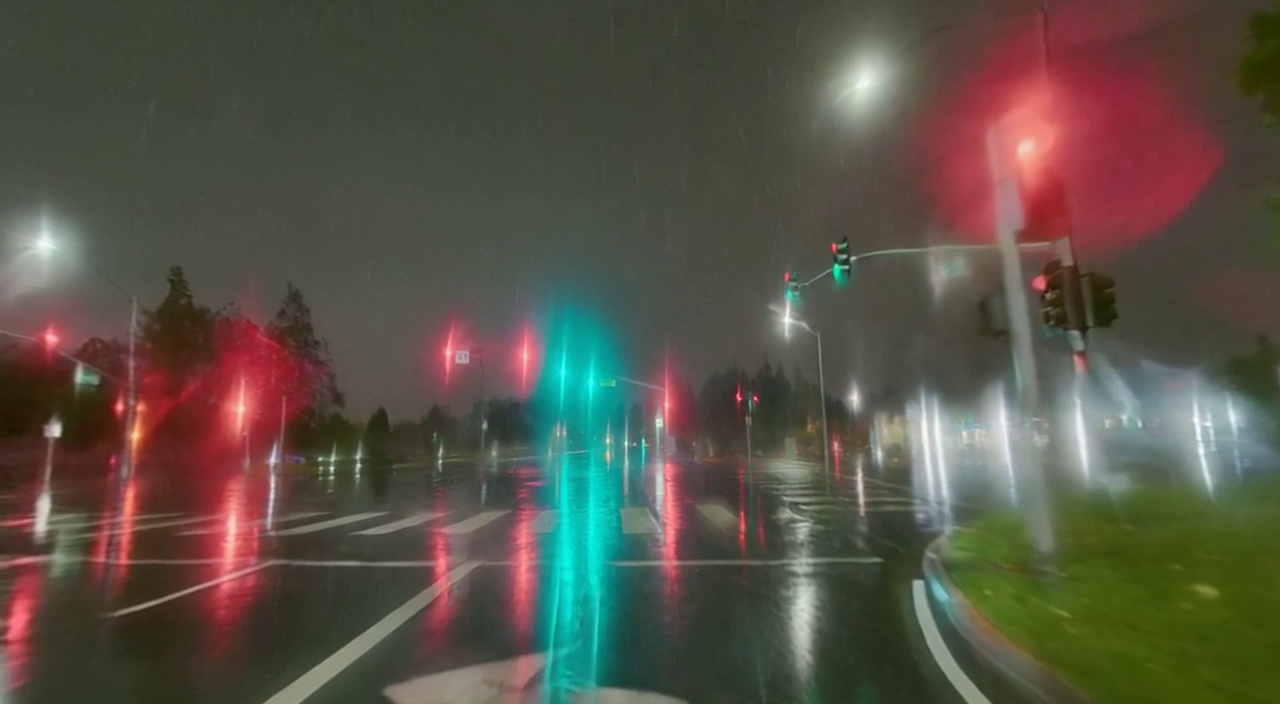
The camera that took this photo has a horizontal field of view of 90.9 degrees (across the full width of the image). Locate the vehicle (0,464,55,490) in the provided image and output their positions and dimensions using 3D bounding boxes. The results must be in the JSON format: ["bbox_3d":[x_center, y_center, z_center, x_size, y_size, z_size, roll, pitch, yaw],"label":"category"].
[{"bbox_3d":[-36.737,7.260,36.638,3.748,1.389,1.656,-1,-8,0],"label":"vehicle"}]

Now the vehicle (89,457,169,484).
[{"bbox_3d":[-36.143,8.365,44.612,4.241,1.413,1.673,-3,-5,-1],"label":"vehicle"}]
